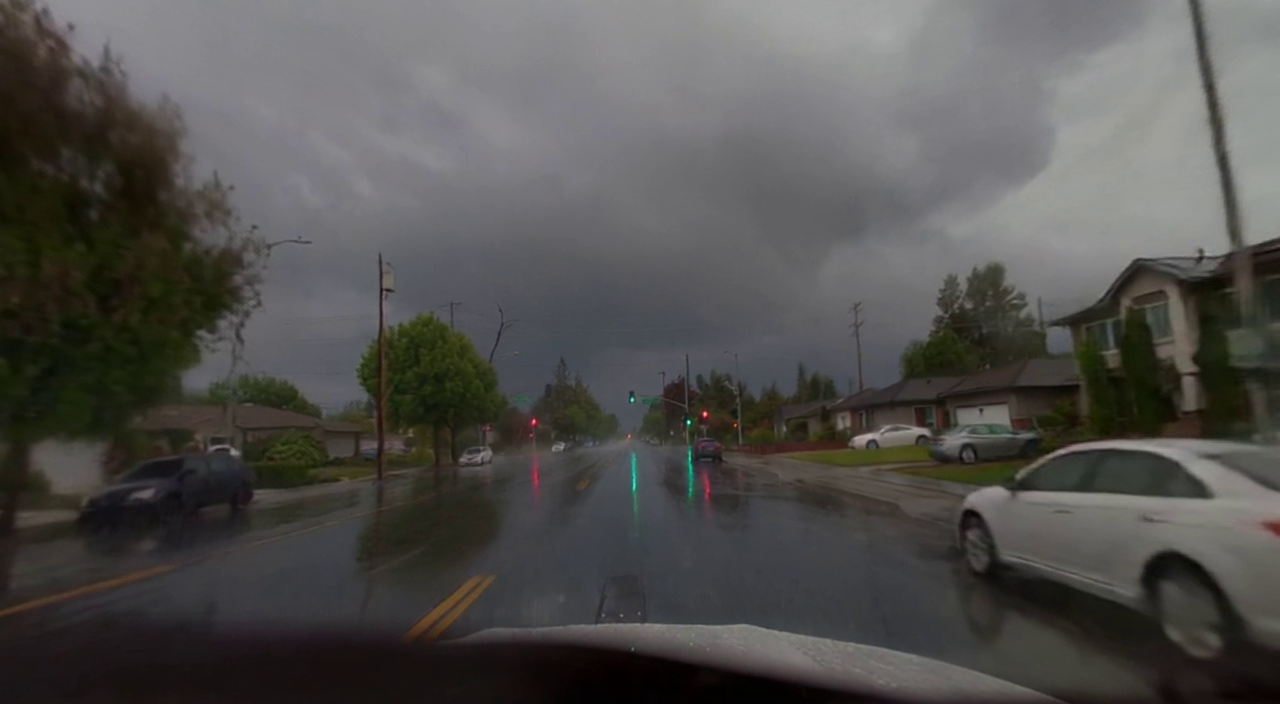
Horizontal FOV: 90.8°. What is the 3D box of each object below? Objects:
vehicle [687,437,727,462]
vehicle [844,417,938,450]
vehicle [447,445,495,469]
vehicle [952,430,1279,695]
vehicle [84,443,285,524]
[{"bbox_3d":[4.305,6.346,41.258,1.963,1.477,4.804,0,-8,-1],"label":"vehicle"},{"bbox_3d":[14.414,4.711,36.414,4.500,1.875,2.046,0,-8,-1],"label":"vehicle"},{"bbox_3d":[-11.755,7.312,44.213,2.029,1.550,4.562,0,-8,1],"label":"vehicle"},{"bbox_3d":[4.551,1.363,4.919,2.063,1.444,4.217,0,-8,0],"label":"vehicle"},{"bbox_3d":[-11.385,3.253,16.280,1.977,1.753,4.278,0,-8,0],"label":"vehicle"}]
